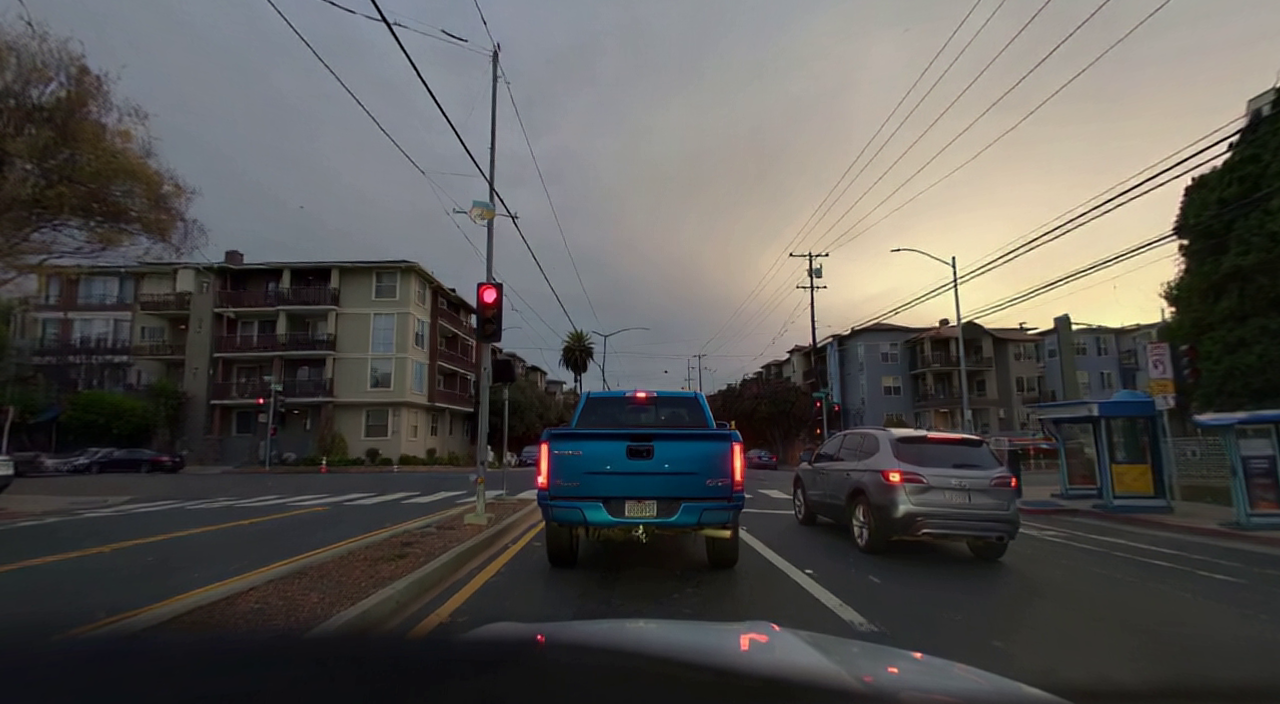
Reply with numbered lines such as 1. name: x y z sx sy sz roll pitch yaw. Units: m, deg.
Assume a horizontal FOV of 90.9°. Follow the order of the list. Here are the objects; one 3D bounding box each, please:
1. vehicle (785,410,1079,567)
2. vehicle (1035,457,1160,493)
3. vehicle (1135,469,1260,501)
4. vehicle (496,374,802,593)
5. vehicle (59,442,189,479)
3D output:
1. vehicle: 3.847 1.892 9.554 2.131 1.759 4.762 0 -8 0
2. vehicle: 21.810 5.863 30.163 4.498 1.618 1.843 0 -9 0
3. vehicle: 26.412 6.294 29.966 4.071 1.388 1.884 0 -8 1
4. vehicle: 0.113 1.556 8.283 2.738 1.959 5.070 0 -8 1
5. vehicle: -24.829 5.212 30.432 4.563 1.692 1.778 0 -9 -2
